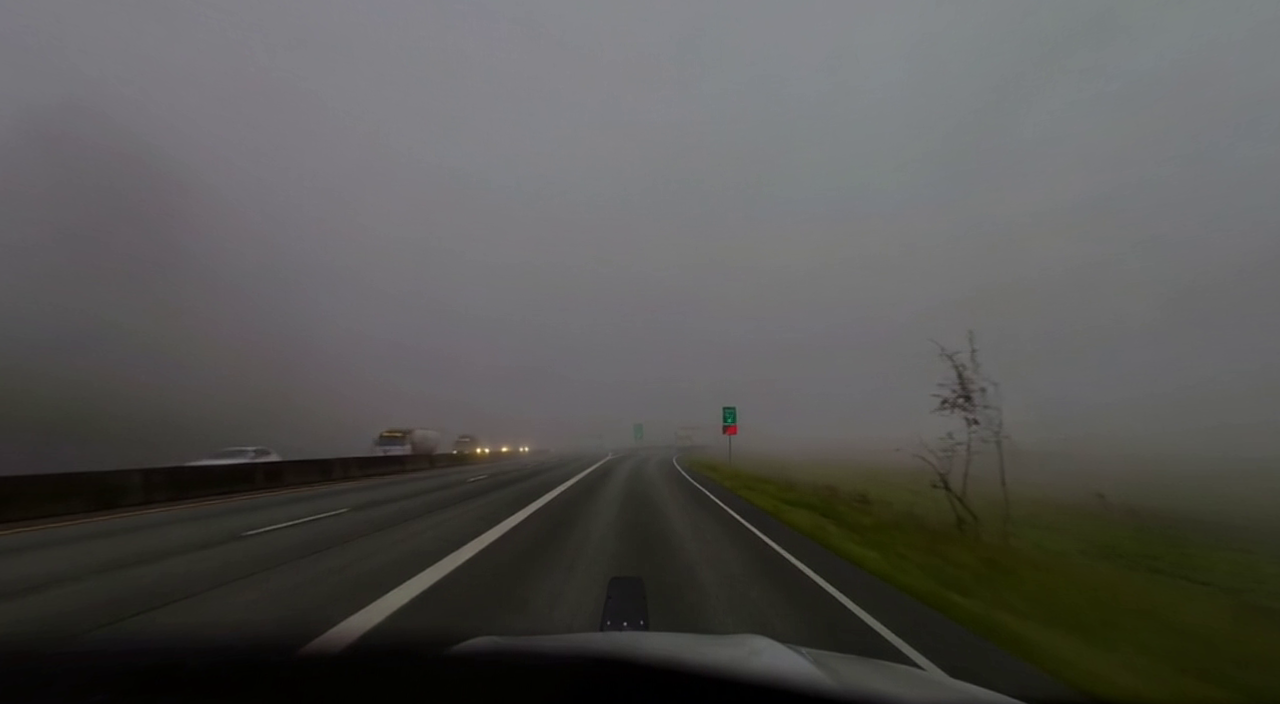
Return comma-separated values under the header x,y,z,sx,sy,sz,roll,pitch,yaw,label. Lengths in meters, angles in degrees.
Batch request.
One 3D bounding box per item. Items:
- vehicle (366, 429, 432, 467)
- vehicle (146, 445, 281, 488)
x,y,z,sx,sy,sz,roll,pitch,yaw,label
-16.871,6.776,44.377,2.414,2.495,5.613,0,-9,0,vehicle
-16.544,4.442,24.707,1.888,1.502,4.814,0,-9,0,vehicle
